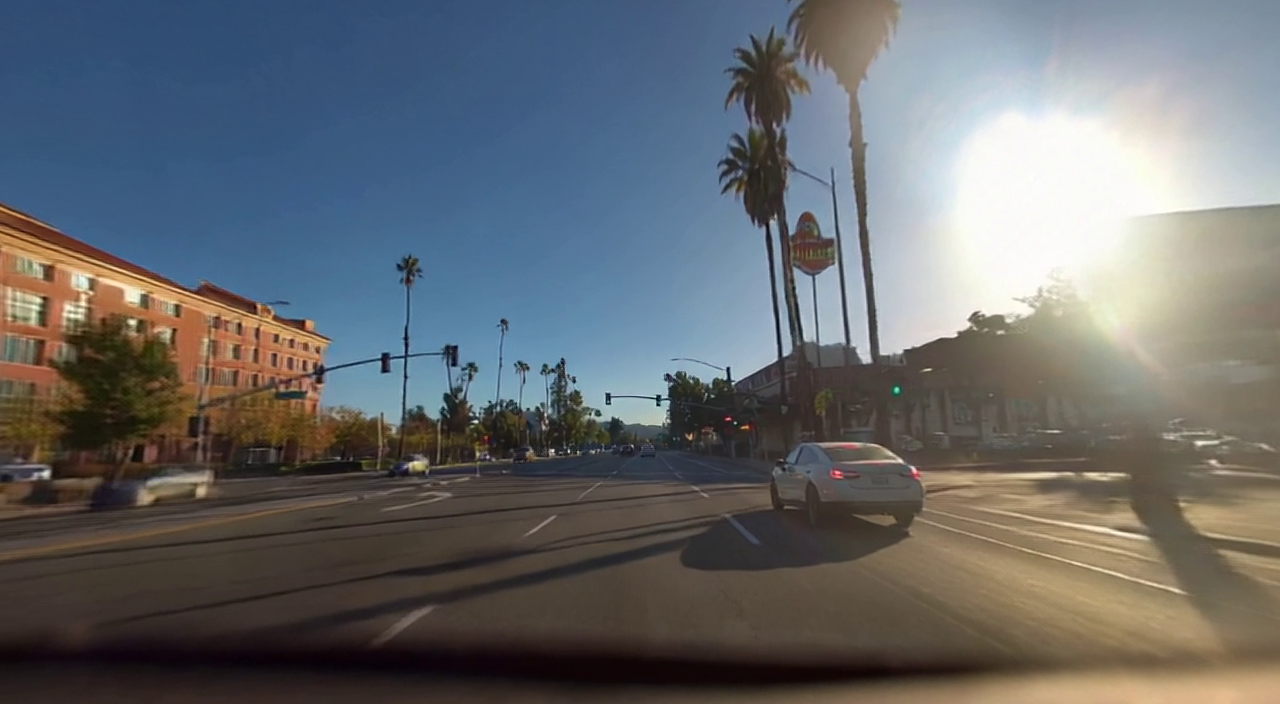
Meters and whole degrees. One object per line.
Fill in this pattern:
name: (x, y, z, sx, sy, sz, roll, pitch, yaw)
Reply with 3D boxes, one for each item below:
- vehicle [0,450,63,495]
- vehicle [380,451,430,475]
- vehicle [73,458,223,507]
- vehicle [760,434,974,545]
vehicle: (-31.406, 5.864, 30.984, 5.673, 2.029, 2.390, -4, -9, 27)
vehicle: (-17.707, 8.362, 47.738, 1.899, 1.615, 4.784, -1, -8, 1)
vehicle: (-17.699, 4.659, 22.981, 1.961, 1.500, 4.291, 0, -8, 0)
vehicle: (3.535, 2.214, 10.974, 1.870, 1.467, 4.800, 0, -8, -1)
